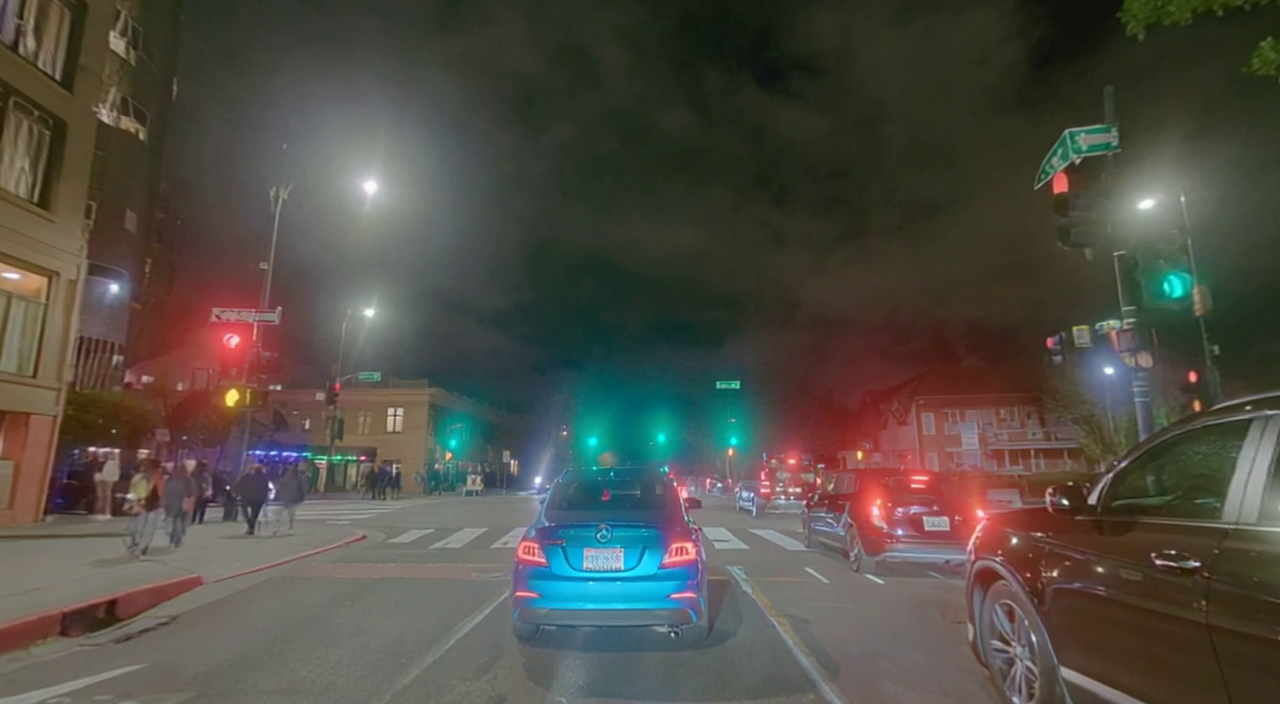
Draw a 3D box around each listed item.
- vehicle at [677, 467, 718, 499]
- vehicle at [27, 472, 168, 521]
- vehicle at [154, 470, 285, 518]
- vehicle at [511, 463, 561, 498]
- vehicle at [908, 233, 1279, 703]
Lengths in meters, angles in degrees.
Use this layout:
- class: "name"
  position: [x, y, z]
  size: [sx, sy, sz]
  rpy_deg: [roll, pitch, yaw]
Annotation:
- class: "vehicle"
  position: [3.470, 8.018, 38.859]
  size: [1.908, 1.741, 4.066]
  rpy_deg: [0, -9, -3]
- class: "vehicle"
  position: [-25.476, 6.773, 29.740]
  size: [4.588, 2.048, 2.110]
  rpy_deg: [0, -9, 1]
- class: "vehicle"
  position: [-19.766, 6.667, 29.768]
  size: [4.750, 2.083, 2.002]
  rpy_deg: [-1, -9, 3]
- class: "vehicle"
  position: [-6.352, 7.878, 39.010]
  size: [2.226, 1.896, 4.438]
  rpy_deg: [-1, -9, 1]
- class: "vehicle"
  position: [3.220, 0.553, 1.297]
  size: [2.632, 1.979, 6.096]
  rpy_deg: [0, -9, 0]
